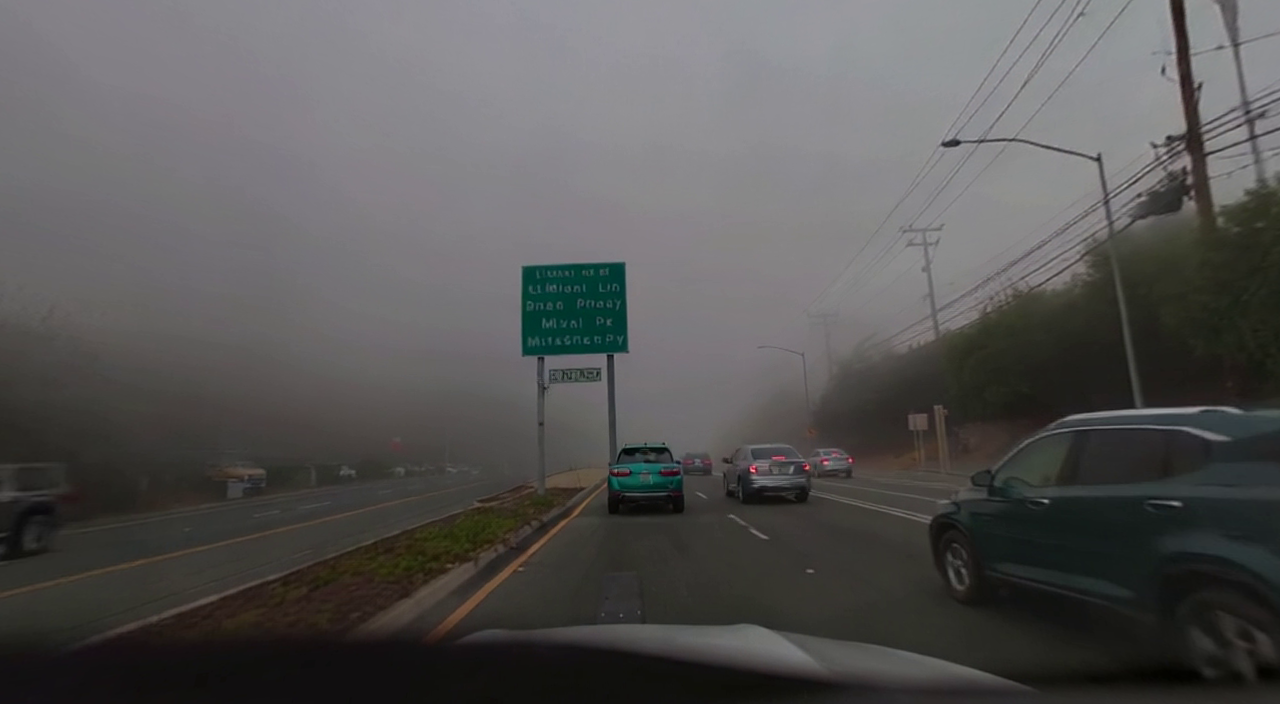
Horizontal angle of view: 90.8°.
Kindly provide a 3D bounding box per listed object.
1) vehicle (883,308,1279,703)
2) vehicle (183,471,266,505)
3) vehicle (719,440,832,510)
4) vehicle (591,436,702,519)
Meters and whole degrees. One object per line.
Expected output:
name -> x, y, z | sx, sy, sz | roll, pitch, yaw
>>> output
vehicle -> 3.399, 0.967, 3.715 | 2.097, 1.818, 4.625 | 0, -9, 0
vehicle -> -22.622, 7.404, 34.585 | 1.847, 1.554, 3.926 | 0, -9, -1
vehicle -> 3.371, 3.143, 16.634 | 2.064, 1.591, 4.081 | 0, -9, 0
vehicle -> 0.119, 2.827, 14.771 | 2.199, 1.641, 4.232 | 0, -9, 0
